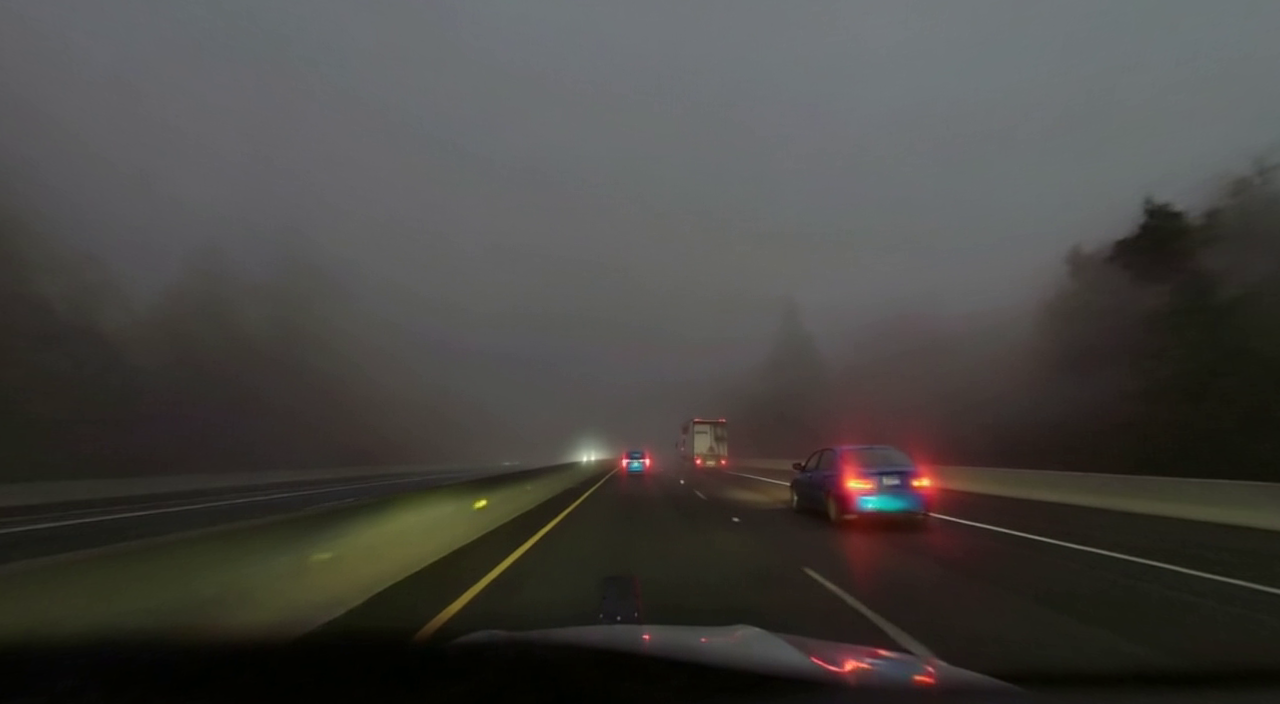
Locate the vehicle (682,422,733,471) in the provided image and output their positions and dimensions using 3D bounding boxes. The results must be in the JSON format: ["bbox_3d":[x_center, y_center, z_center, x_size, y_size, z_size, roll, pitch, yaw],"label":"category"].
[{"bbox_3d":[4.682,6.795,45.047,2.791,3.201,7.145,-1,-9,-1],"label":"vehicle"}]

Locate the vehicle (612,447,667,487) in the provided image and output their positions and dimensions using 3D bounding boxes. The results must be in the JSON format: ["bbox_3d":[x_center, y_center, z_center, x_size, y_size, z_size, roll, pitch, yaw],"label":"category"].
[{"bbox_3d":[-0.026,4.655,25.667,2.066,1.490,3.759,-1,-9,0],"label":"vehicle"}]

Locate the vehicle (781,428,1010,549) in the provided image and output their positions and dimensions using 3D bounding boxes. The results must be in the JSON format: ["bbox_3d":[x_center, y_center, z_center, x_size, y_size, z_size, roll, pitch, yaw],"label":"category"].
[{"bbox_3d":[3.781,2.089,10.231,1.953,1.540,4.101,-1,-9,-1],"label":"vehicle"}]
